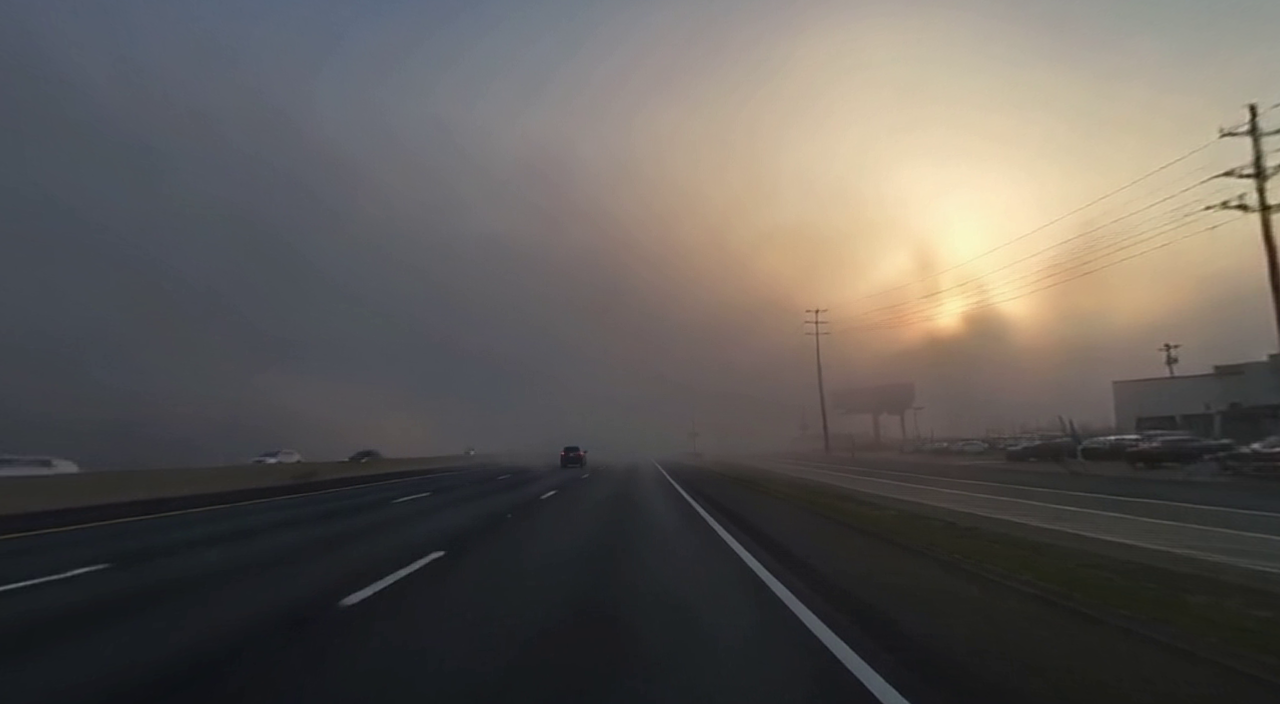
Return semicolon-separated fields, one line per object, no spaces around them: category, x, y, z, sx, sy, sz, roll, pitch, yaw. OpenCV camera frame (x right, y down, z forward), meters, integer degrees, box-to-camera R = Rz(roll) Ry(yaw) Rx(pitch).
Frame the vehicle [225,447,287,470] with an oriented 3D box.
vehicle;-29.284;8.135;48.337;1.885;1.617;4.407;0;-9;0

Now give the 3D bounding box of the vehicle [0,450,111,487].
vehicle;-28.692;5.627;30.755;1.809;1.455;4.744;-3;-7;0

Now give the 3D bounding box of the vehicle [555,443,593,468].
vehicle;-4.194;6.667;40.842;1.940;1.479;4.545;0;-9;1
